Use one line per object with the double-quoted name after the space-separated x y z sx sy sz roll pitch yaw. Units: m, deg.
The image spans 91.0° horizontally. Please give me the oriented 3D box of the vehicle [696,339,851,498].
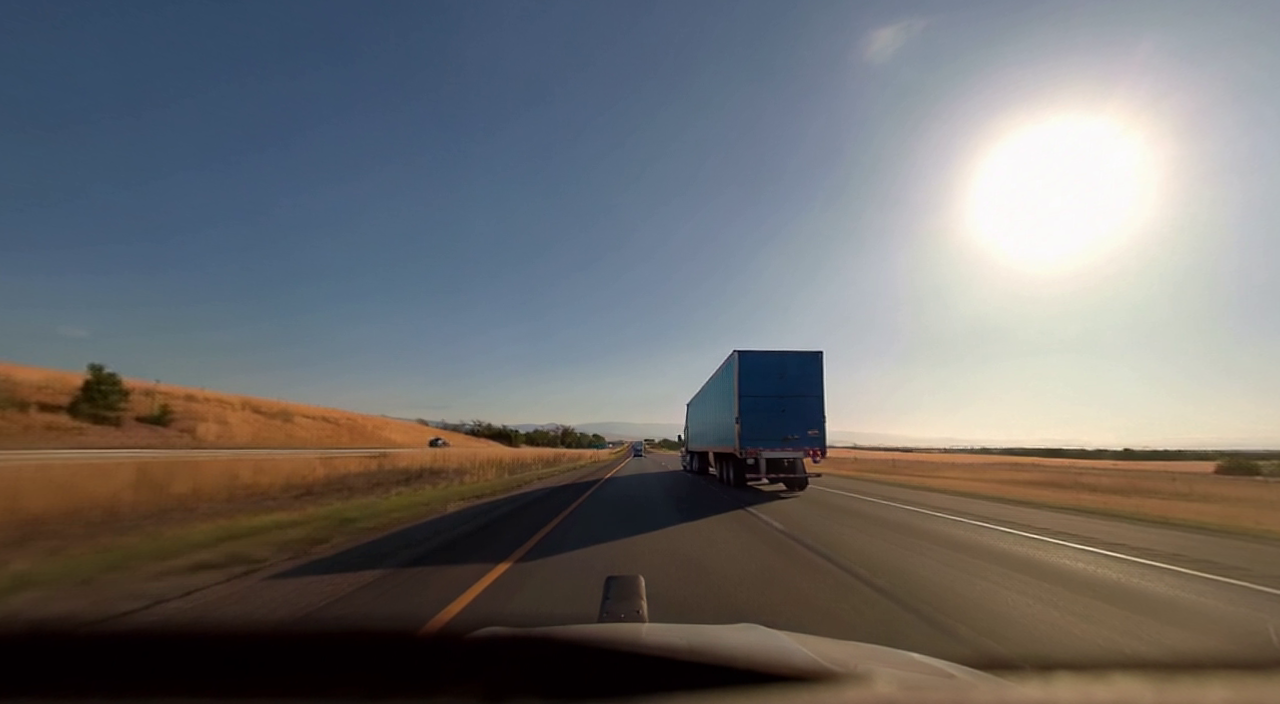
4.079 2.708 23.128 2.818 4.206 12.987 0 -9 0 "vehicle"
